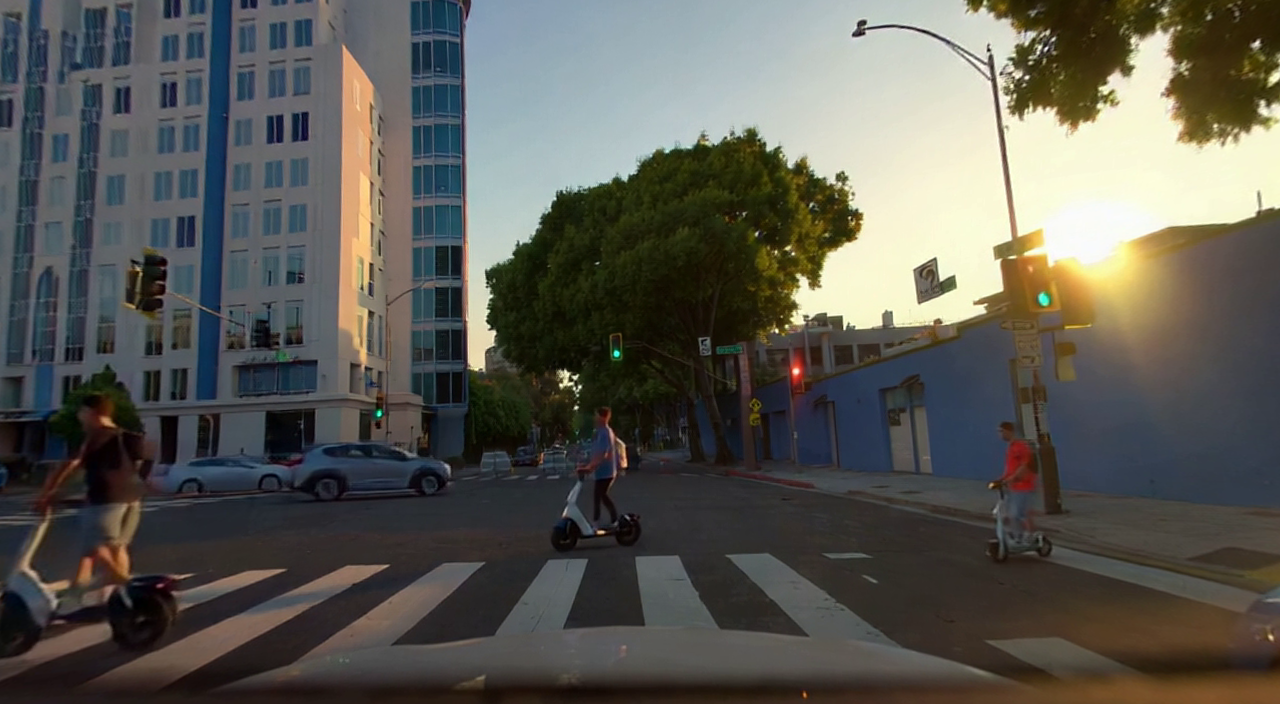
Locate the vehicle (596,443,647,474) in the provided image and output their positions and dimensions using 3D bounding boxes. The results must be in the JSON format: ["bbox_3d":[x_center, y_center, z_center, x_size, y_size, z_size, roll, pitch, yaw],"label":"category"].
[{"bbox_3d":[-0.980,6.080,36.379,2.051,1.616,4.641,-2,-9,10],"label":"vehicle"}]

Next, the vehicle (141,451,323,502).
[{"bbox_3d":[-13.101,3.992,20.643,4.485,1.463,2.075,2,-9,-15],"label":"vehicle"}]

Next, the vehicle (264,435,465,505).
[{"bbox_3d":[-7.494,3.207,17.656,4.802,1.724,2.122,3,-9,-21],"label":"vehicle"}]
